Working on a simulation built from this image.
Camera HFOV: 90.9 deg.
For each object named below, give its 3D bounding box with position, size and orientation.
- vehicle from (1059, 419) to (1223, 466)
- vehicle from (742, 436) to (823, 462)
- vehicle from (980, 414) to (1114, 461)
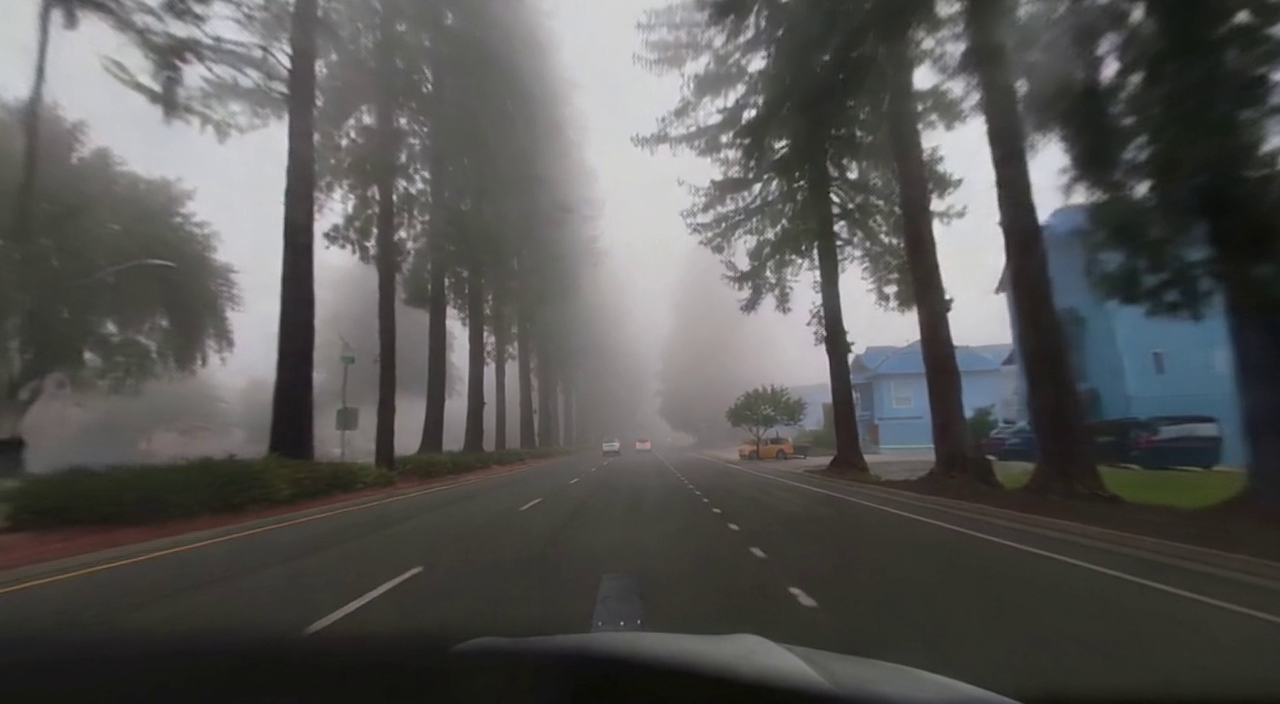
[{"bbox_3d":[17.037,3.144,21.823,1.825,1.458,4.689,0,-8,0],"label":"vehicle"},{"bbox_3d":[8.556,5.897,38.258,4.575,1.514,1.932,-1,-8,7],"label":"vehicle"},{"bbox_3d":[17.494,3.744,27.575,2.094,1.813,5.789,-1,-8,2],"label":"vehicle"}]
